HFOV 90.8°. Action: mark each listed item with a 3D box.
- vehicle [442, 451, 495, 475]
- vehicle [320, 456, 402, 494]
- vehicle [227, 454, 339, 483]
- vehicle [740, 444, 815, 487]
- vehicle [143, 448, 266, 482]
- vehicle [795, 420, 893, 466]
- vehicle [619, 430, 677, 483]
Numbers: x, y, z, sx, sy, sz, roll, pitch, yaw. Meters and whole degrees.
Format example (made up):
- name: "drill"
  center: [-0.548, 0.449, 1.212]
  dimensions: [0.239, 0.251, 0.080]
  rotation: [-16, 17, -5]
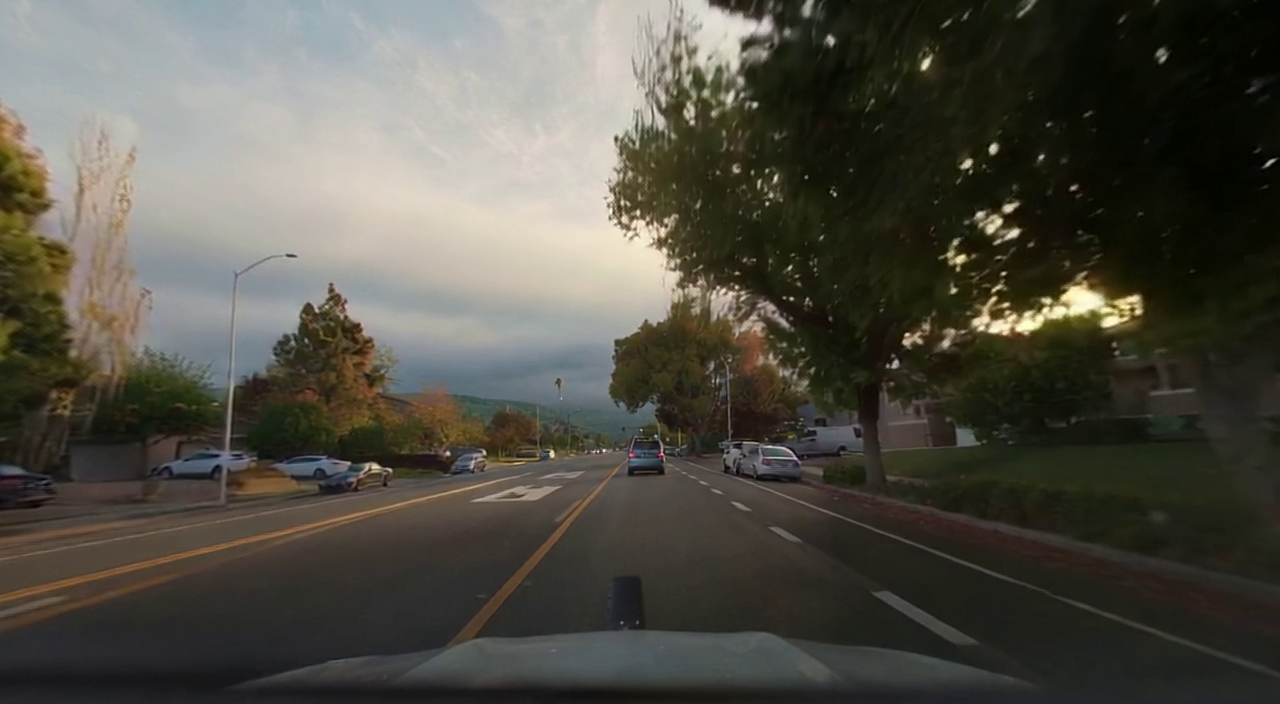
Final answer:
- name: "vehicle"
  center: [-12.318, 8.026, 45.803]
  dimensions: [2.192, 1.541, 5.391]
  rotation: [0, -8, 1]
- name: "vehicle"
  center: [-12.198, 5.371, 27.937]
  dimensions: [1.920, 1.476, 3.826]
  rotation: [0, -8, -1]
- name: "vehicle"
  center: [-19.025, 6.220, 33.858]
  dimensions: [4.801, 1.478, 1.883]
  rotation: [0, -8, -2]
- name: "vehicle"
  center: [5.135, 4.280, 24.135]
  dimensions: [1.902, 1.472, 4.139]
  rotation: [0, -8, -1]
- name: "vehicle"
  center: [-24.654, 6.392, 35.921]
  dimensions: [5.278, 1.780, 2.246]
  rotation: [0, -8, 0]
- name: "vehicle"
  center: [12.014, 5.377, 37.498]
  dimensions: [4.855, 2.572, 2.358]
  rotation: [-1, -8, -1]
- name: "vehicle"
  center: [0.303, 4.235, 25.863]
  dimensions: [2.153, 1.942, 4.767]
  rotation: [0, -8, 0]
